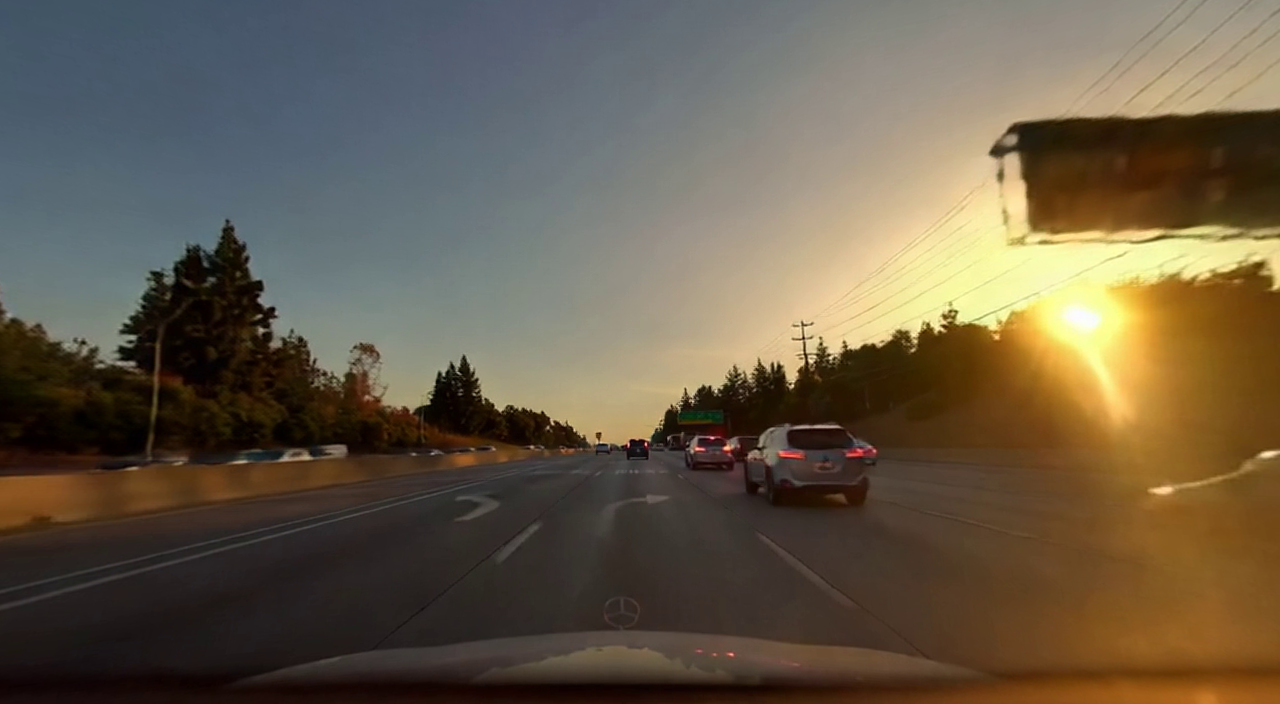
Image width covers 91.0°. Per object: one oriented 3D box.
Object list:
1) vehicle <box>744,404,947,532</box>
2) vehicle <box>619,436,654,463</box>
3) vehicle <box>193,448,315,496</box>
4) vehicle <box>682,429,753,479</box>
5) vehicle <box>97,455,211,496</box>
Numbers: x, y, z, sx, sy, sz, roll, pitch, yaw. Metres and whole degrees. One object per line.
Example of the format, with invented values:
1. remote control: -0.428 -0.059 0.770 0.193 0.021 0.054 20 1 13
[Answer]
1. vehicle: 3.481 2.086 11.866 2.095 1.886 4.727 0 -8 -2
2. vehicle: -0.278 6.906 44.636 2.314 1.796 4.254 0 -8 -1
3. vehicle: -15.463 4.788 25.570 1.944 1.747 4.657 0 -8 1
4. vehicle: 3.018 4.134 25.653 2.152 1.821 4.853 0 -8 -2
5. vehicle: -22.878 5.777 29.897 1.912 1.694 4.479 0 -8 -2
